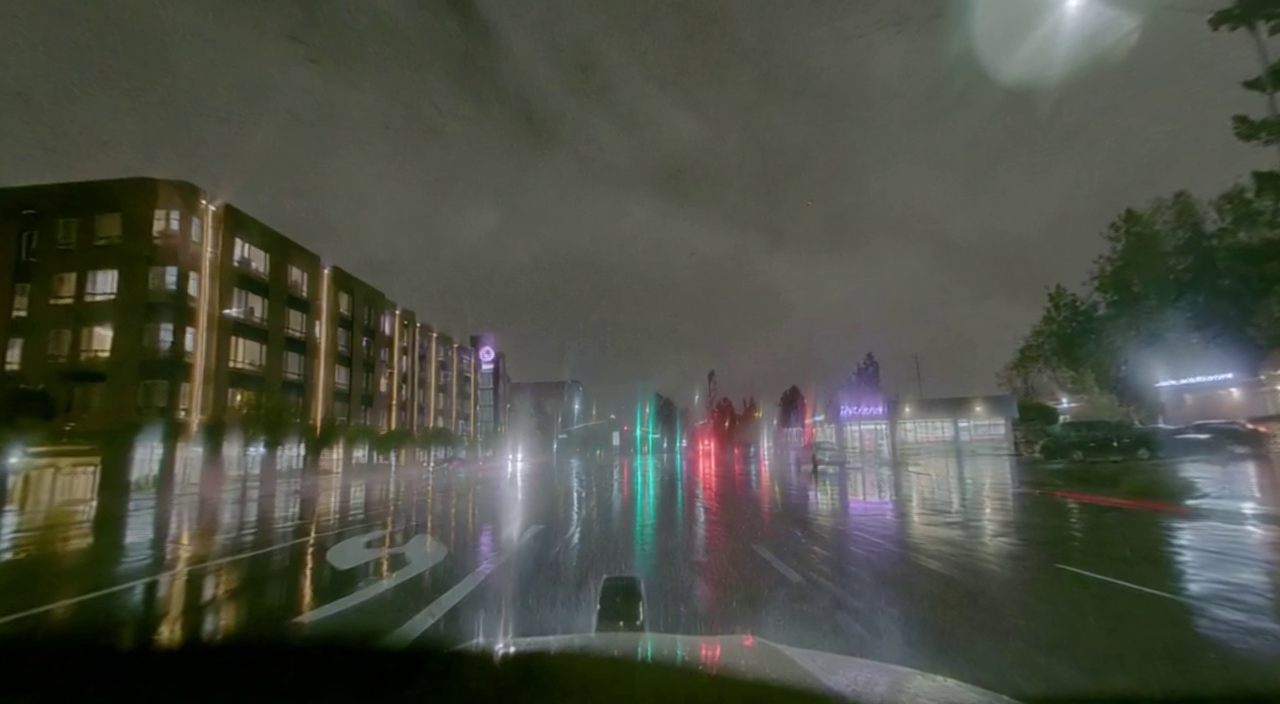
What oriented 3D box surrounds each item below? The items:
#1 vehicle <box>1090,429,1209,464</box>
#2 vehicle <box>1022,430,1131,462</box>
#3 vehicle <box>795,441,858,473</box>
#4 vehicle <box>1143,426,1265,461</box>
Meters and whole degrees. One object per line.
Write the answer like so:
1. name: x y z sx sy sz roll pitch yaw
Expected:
1. vehicle: 23.528 4.403 29.424 1.840 1.475 4.442 0 -8 0
2. vehicle: 20.741 4.510 30.313 1.760 1.438 4.642 1 -8 -3
3. vehicle: 10.602 5.986 36.305 2.078 1.688 4.557 0 -8 -1
4. vehicle: 26.143 4.263 29.514 1.908 1.500 4.313 0 -8 4
